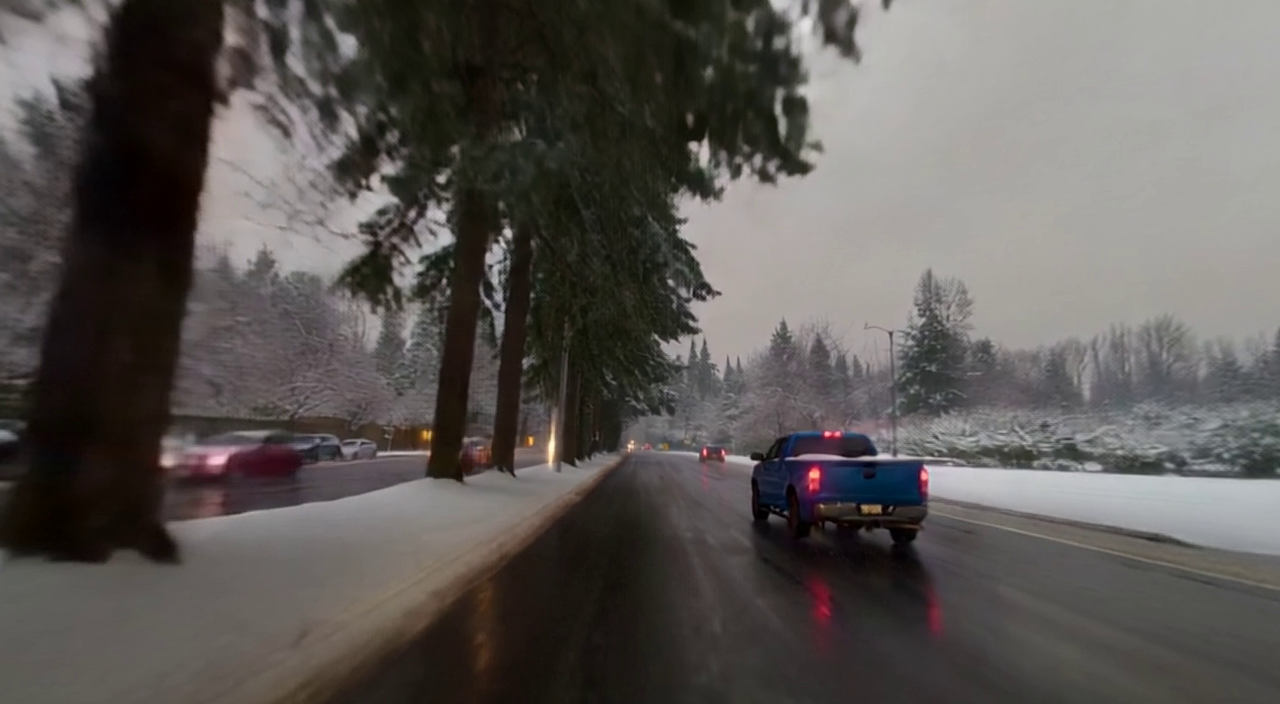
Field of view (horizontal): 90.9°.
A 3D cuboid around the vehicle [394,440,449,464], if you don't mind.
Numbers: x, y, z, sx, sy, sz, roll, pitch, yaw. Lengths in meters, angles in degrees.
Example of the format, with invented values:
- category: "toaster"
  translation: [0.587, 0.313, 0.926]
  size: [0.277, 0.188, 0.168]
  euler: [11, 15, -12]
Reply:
- category: "vehicle"
  translation: [-14.296, 6.596, 41.564]
  size: [1.981, 1.485, 4.614]
  euler: [0, -8, 0]

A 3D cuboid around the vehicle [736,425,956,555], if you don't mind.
- category: "vehicle"
  translation: [3.105, 2.182, 10.773]
  size: [2.108, 1.712, 4.616]
  euler: [0, -8, -1]

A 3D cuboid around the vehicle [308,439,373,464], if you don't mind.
- category: "vehicle"
  translation: [-18.784, 6.277, 39.767]
  size: [1.908, 1.471, 4.556]
  euler: [0, -8, -1]

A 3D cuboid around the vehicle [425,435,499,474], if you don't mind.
- category: "vehicle"
  translation: [-8.104, 4.728, 29.215]
  size: [2.121, 1.639, 4.525]
  euler: [0, -8, 0]

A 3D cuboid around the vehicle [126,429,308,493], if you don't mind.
- category: "vehicle"
  translation: [-11.285, 2.935, 17.280]
  size: [1.999, 1.519, 4.249]
  euler: [0, -8, 1]
